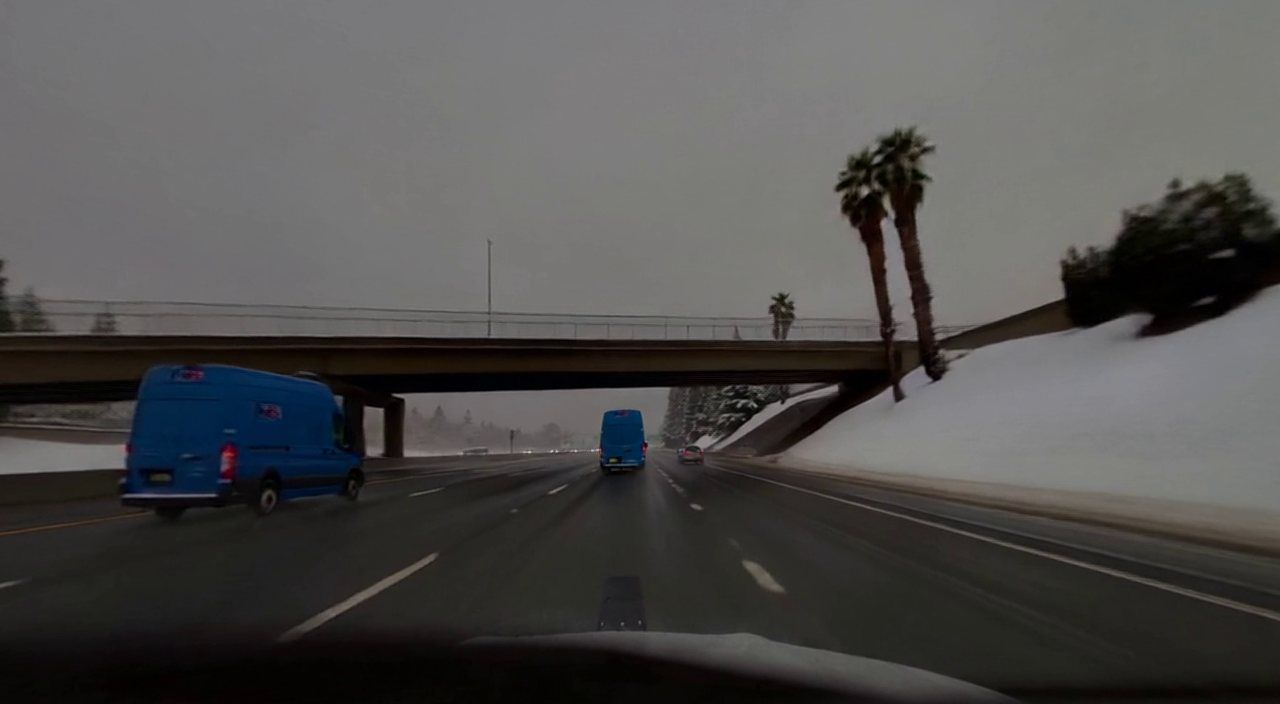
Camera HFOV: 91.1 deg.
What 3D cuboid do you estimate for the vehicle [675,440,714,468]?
[{"bbox_3d":[3.367,6.357,39.398,1.987,1.648,3.984,0,-9,-1],"label":"vehicle"}]

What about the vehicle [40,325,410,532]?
[{"bbox_3d":[-7.762,1.737,13.435,2.965,3.178,7.188,1,-9,-1],"label":"vehicle"}]

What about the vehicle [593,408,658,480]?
[{"bbox_3d":[-0.538,3.955,27.024,2.476,2.776,5.598,0,-9,1],"label":"vehicle"}]
